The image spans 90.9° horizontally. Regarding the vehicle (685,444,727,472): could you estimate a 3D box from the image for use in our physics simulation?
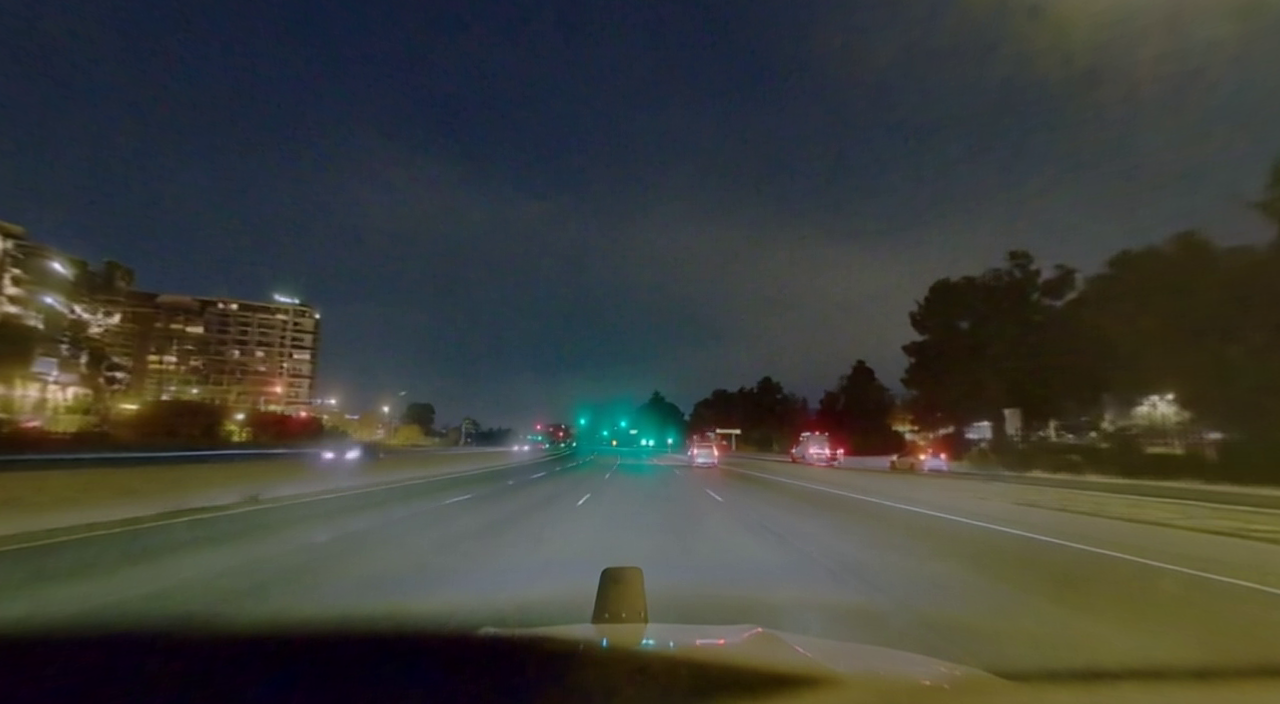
[{"bbox_3d":[3.776,6.134,36.665,1.926,1.477,4.025,0,-9,-2],"label":"vehicle"}]

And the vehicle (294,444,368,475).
[{"bbox_3d":[-16.692,5.802,34.279,1.986,1.552,4.014,0,-9,0],"label":"vehicle"}]
